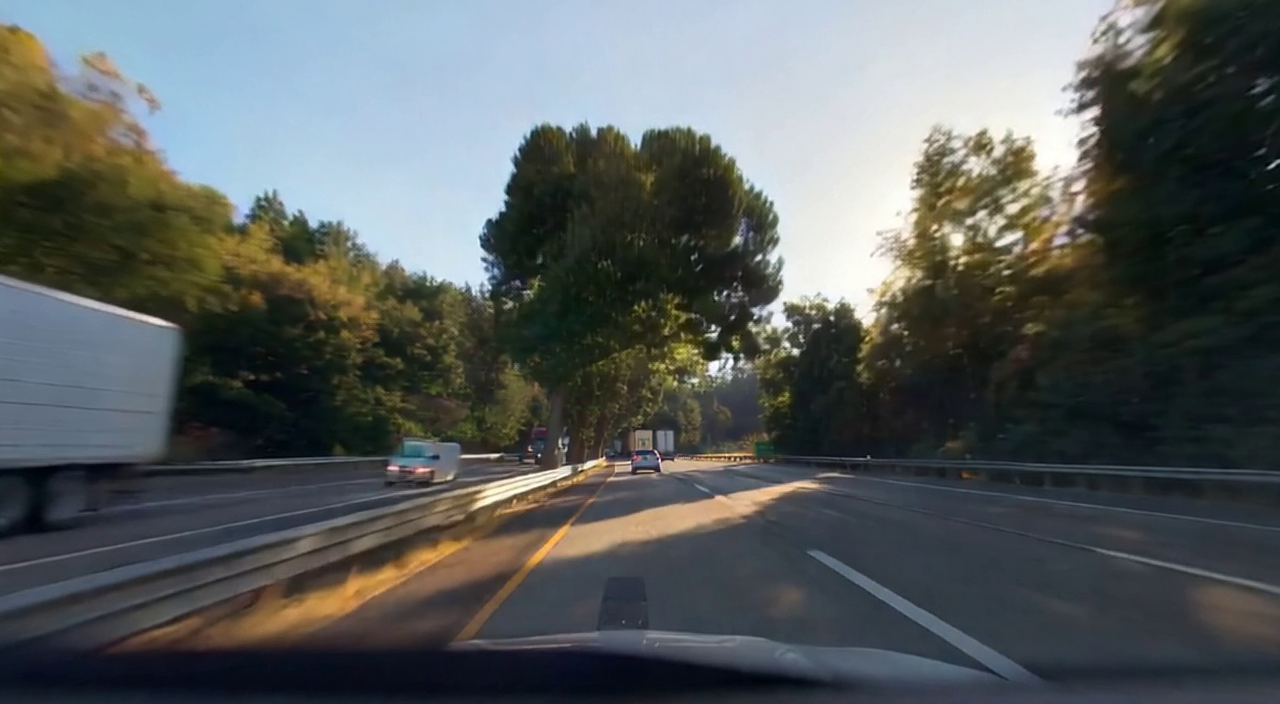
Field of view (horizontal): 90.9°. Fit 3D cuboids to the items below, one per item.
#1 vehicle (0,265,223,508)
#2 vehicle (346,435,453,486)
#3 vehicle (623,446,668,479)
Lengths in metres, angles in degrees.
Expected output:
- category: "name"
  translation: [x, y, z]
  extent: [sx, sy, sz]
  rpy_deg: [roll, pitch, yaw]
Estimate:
- category: "vehicle"
  translation: [-12.417, 0.558, 10.517]
  extent: [2.927, 4.111, 12.019]
  rpy_deg: [0, -9, -2]
- category: "vehicle"
  translation: [-7.880, 3.594, 21.158]
  extent: [1.872, 1.496, 4.373]
  rpy_deg: [0, -9, -1]
- category: "vehicle"
  translation: [0.216, 5.439, 31.207]
  extent: [2.069, 1.523, 4.012]
  rpy_deg: [0, -9, -2]
